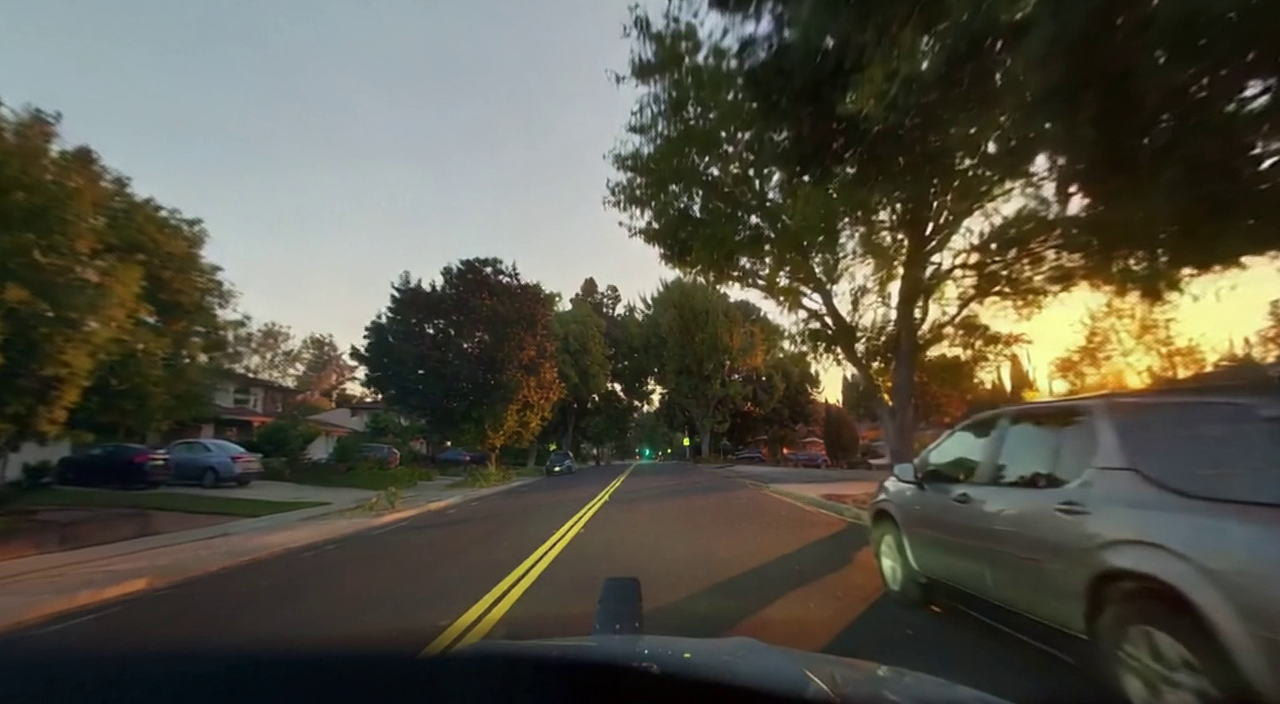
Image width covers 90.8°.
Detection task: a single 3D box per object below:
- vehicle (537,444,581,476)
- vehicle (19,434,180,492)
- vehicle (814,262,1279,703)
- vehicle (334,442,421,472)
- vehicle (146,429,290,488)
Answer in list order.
[{"bbox_3d":[-5.099,6.938,40.234,1.924,1.765,4.542,-4,-11,2],"label":"vehicle"},{"bbox_3d":[-16.324,3.305,19.047,4.526,1.539,2.120,-6,-10,29],"label":"vehicle"},{"bbox_3d":[2.894,0.978,3.920,2.150,1.811,5.461,-1,-8,1],"label":"vehicle"},{"bbox_3d":[-14.181,5.665,34.028,4.668,1.491,1.941,-6,-10,32],"label":"vehicle"},{"bbox_3d":[-14.117,3.540,21.114,4.537,1.751,2.051,-6,-10,29],"label":"vehicle"}]
